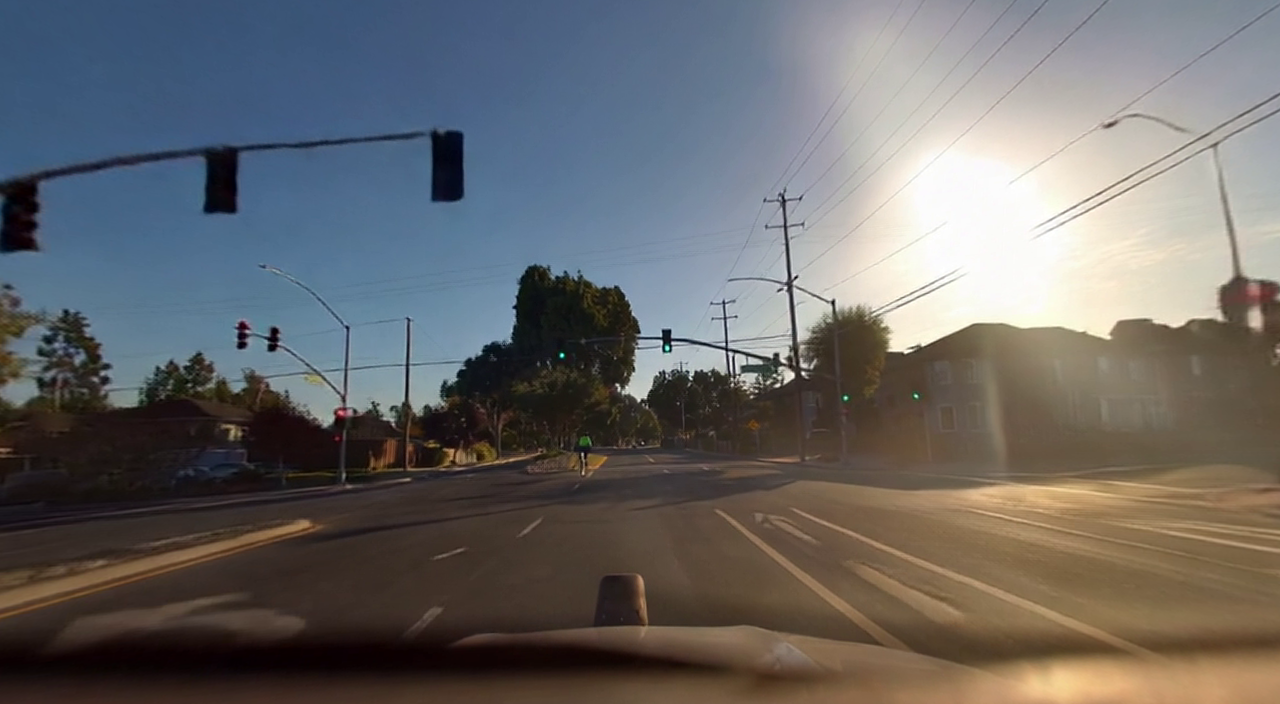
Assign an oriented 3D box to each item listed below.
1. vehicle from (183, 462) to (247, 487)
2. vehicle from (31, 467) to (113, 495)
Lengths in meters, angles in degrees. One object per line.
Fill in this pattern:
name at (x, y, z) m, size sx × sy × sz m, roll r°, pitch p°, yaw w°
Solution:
vehicle at (-28.870, 8.313, 43.066) m, size 1.974 × 1.457 × 4.248 m, roll 1°, pitch -9°, yaw -11°
vehicle at (-37.072, 8.406, 41.395) m, size 1.857 × 1.491 × 4.680 m, roll 2°, pitch -9°, yaw -12°
